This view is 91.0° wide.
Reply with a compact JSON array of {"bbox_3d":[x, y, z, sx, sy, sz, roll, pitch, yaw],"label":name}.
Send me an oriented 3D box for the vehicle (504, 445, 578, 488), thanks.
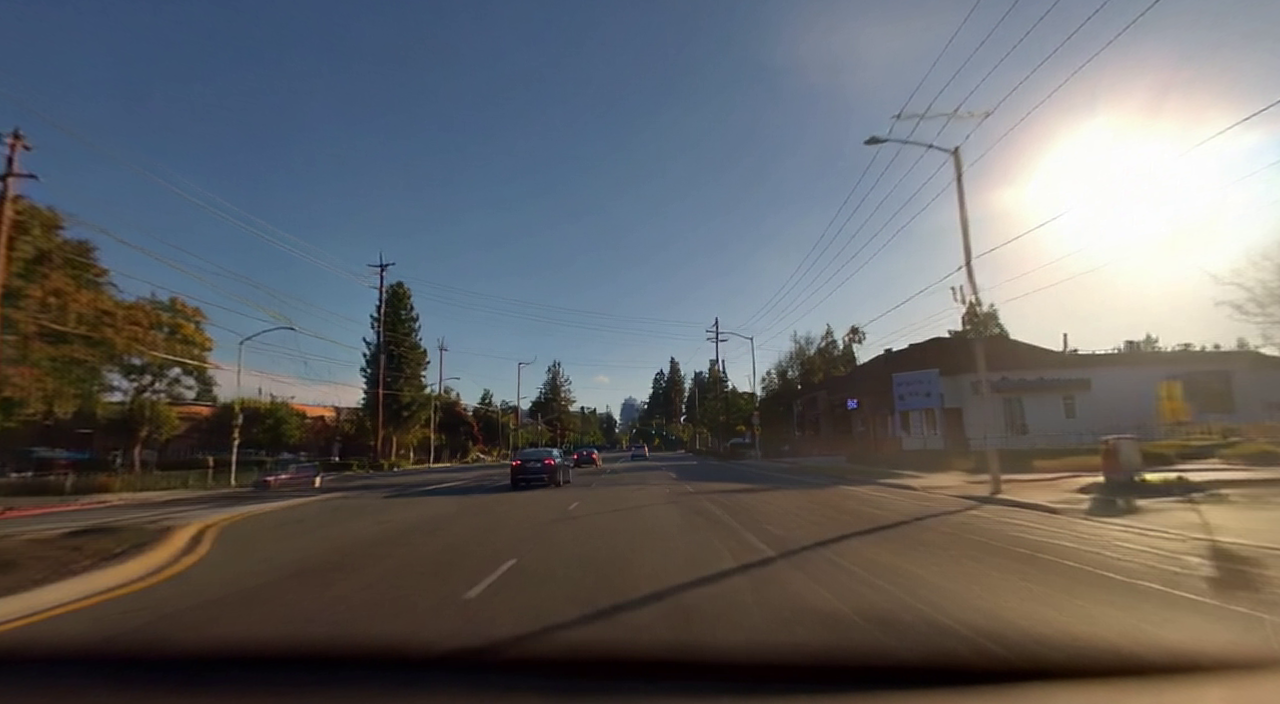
[{"bbox_3d":[-3.613,4.264,23.744,2.076,1.444,4.328,0,-9,0],"label":"vehicle"}]
